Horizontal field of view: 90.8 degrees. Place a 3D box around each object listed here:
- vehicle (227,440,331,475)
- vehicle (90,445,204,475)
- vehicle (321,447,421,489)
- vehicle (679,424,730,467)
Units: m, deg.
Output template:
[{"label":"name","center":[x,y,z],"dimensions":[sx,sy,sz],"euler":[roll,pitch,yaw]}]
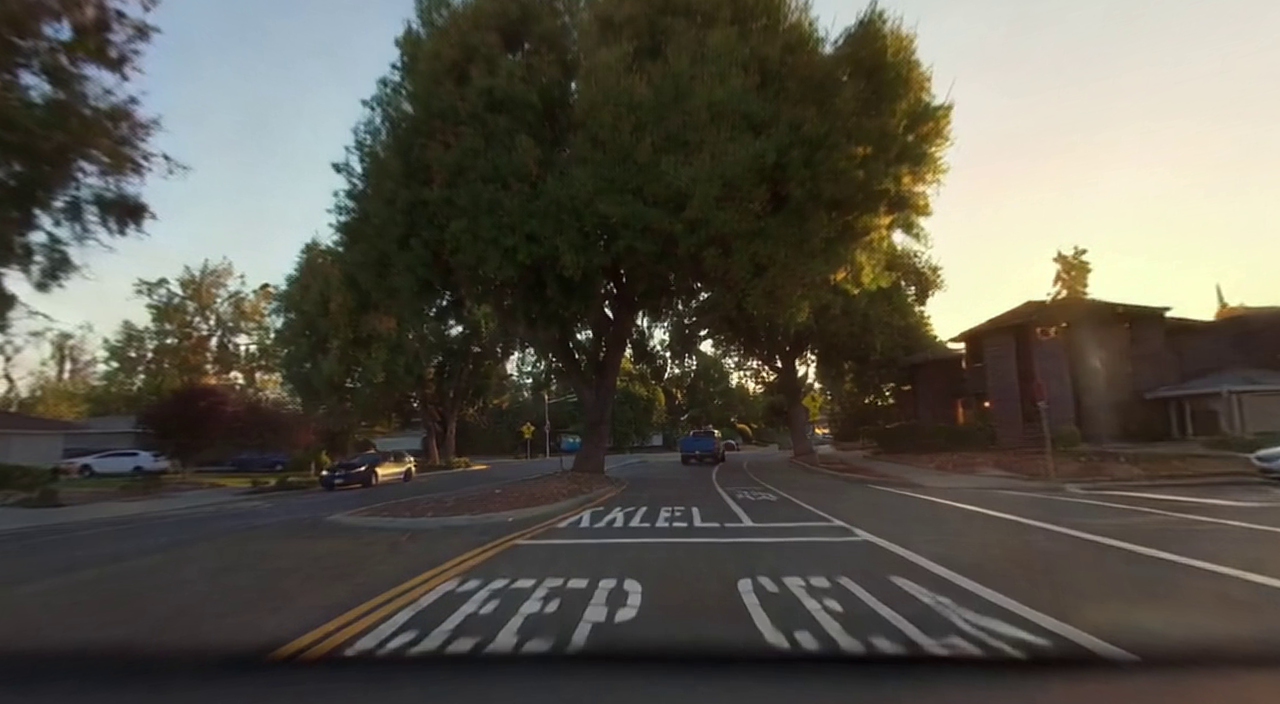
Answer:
[{"label":"vehicle","center":[-18.564,5.428,32.622],"dimensions":[4.168,1.735,1.925],"euler":[-1,-8,2]},{"label":"vehicle","center":[-24.992,5.473,32.127],"dimensions":[4.268,1.409,1.897],"euler":[-1,-8,4]},{"label":"vehicle","center":[-11.454,4.933,27.327],"dimensions":[1.873,1.508,4.483],"euler":[-3,-7,9]},{"label":"vehicle","center":[3.315,4.692,31.638],"dimensions":[2.153,1.942,4.767],"euler":[-2,-9,10]}]
